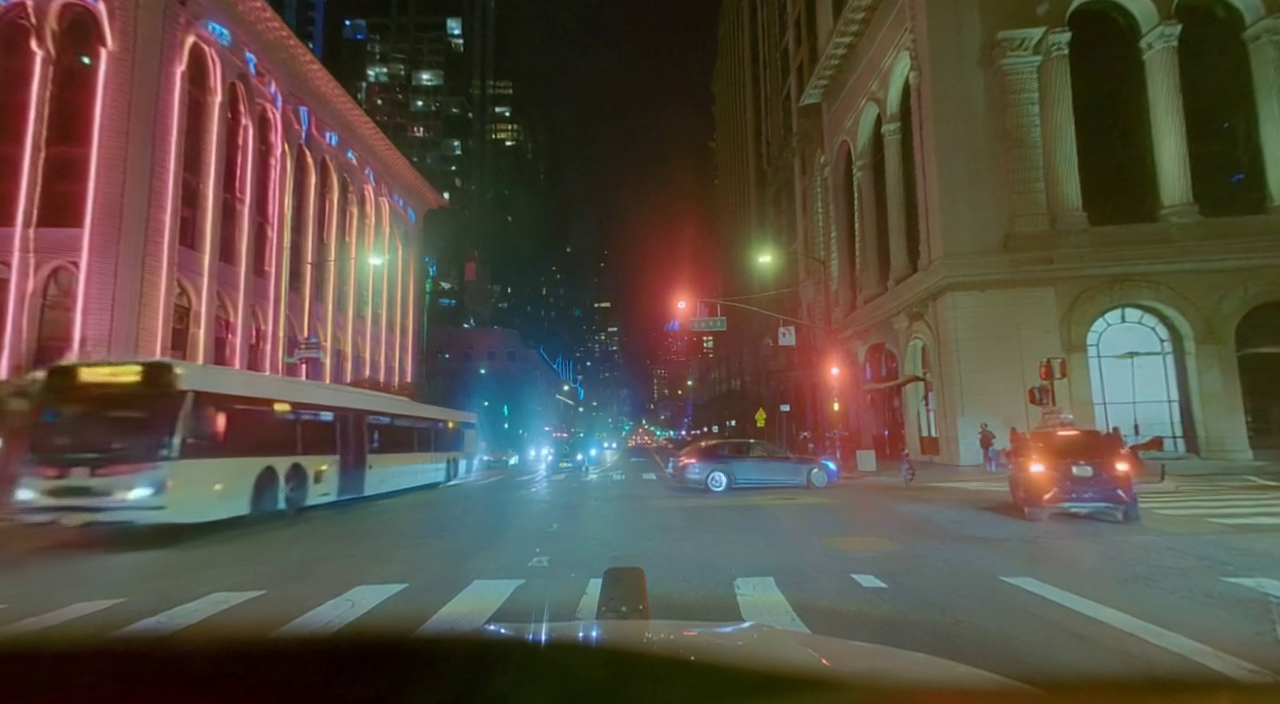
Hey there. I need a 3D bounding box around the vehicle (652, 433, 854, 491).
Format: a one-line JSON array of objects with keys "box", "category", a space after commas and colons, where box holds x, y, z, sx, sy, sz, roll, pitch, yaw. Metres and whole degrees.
[{"box": [3.222, 3.123, 18.169, 5.388, 1.465, 2.050, -4, -9, 23], "category": "vehicle"}]

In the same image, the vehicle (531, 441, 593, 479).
[{"box": [-3.139, 4.446, 26.287, 1.904, 1.402, 4.759, 0, -8, 1], "category": "vehicle"}]

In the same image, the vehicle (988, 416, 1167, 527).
[{"box": [7.404, 1.954, 10.877, 2.006, 1.495, 4.271, -5, -10, 33], "category": "vehicle"}]

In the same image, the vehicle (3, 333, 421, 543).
[{"box": [-8.769, 2.131, 15.485, 2.916, 3.427, 10.189, 0, -8, 1], "category": "vehicle"}]
